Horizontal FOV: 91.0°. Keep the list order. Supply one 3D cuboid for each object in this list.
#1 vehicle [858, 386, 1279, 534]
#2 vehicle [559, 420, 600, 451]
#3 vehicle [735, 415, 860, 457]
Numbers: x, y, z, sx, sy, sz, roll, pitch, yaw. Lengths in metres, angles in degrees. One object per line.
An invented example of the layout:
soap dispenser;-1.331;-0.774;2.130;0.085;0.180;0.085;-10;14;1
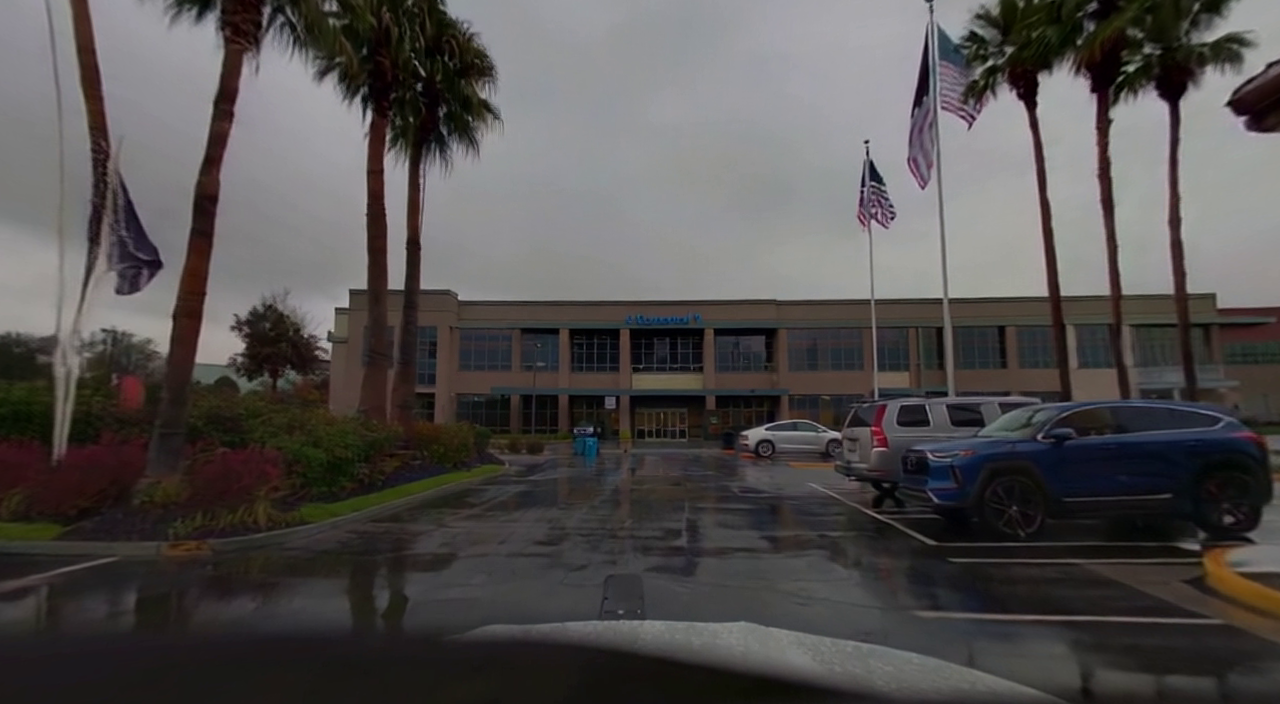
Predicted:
vehicle;5.572;1.415;8.472;4.567;1.723;1.926;-1;-8;4
vehicle;-4.039;5.644;42.870;1.943;1.890;4.472;2;-5;5
vehicle;6.957;3.801;28.426;5.254;1.793;1.998;-1;-8;8
